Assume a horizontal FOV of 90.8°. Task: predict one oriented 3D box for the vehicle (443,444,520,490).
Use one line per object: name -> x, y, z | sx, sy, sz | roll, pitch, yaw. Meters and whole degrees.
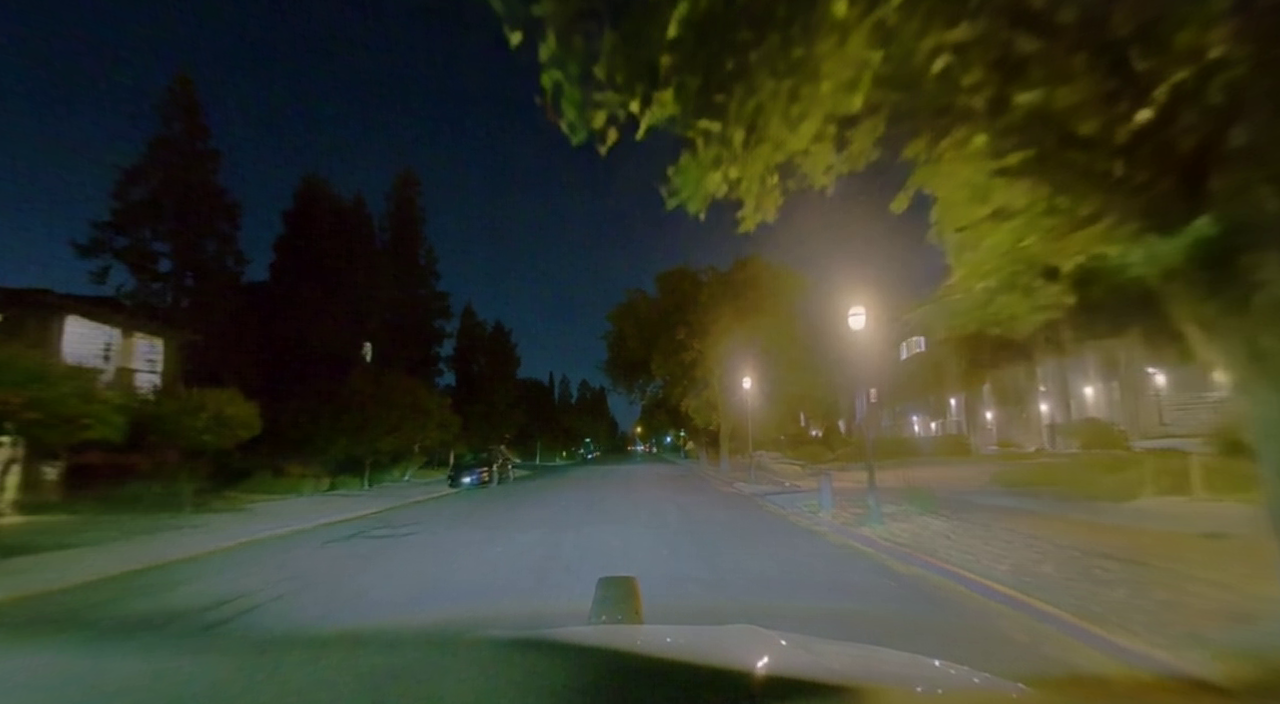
vehicle -> -6.585, 4.837, 26.927 | 2.078, 1.745, 5.119 | 0, -9, -1
